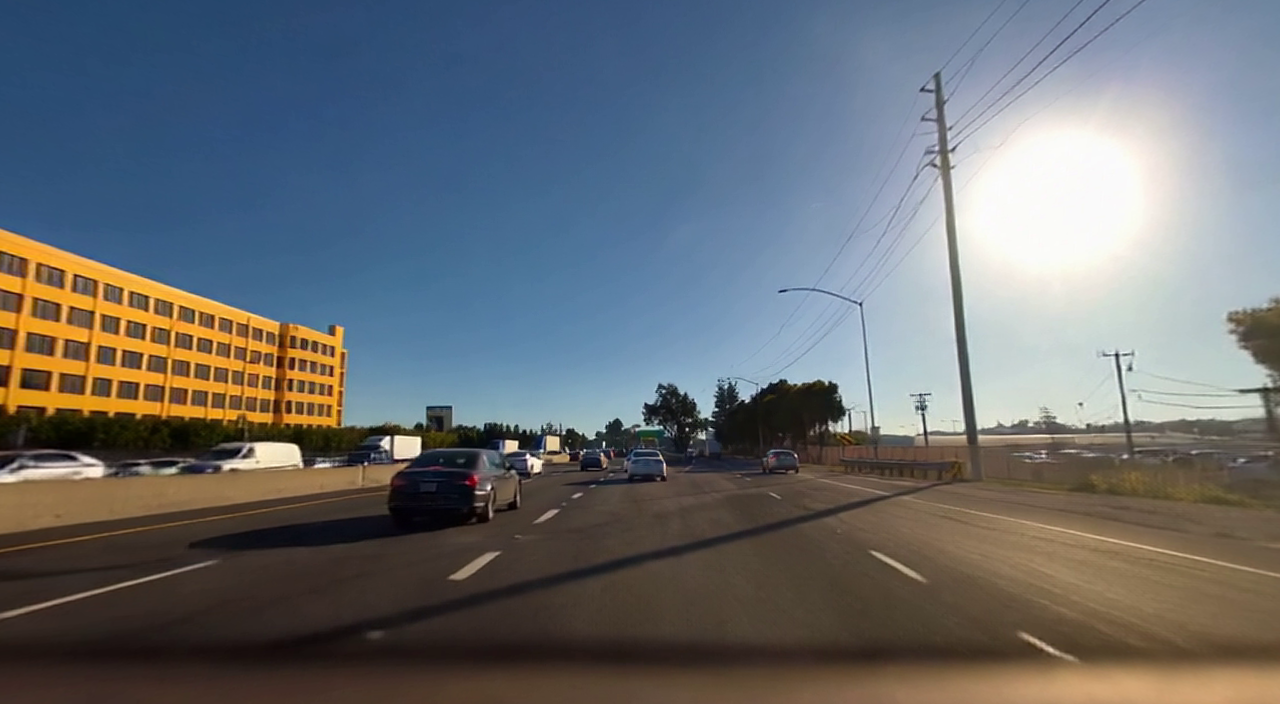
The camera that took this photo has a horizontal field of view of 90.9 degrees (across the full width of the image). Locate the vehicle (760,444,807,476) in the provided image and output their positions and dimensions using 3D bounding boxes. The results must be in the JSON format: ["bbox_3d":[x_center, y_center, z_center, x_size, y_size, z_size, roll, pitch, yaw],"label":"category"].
[{"bbox_3d":[8.792,6.648,39.077,2.106,1.817,4.845,-1,-8,4],"label":"vehicle"}]

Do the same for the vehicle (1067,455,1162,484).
[{"bbox_3d":[27.802,6.867,37.133,1.820,1.512,4.294,1,-9,-9],"label":"vehicle"}]

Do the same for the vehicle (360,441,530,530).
[{"bbox_3d":[-3.810,2.671,13.345,2.059,1.508,4.662,-1,-8,1],"label":"vehicle"}]

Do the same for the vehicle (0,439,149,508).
[{"bbox_3d":[-16.471,3.264,17.395,2.017,1.664,4.715,0,-8,0],"label":"vehicle"}]

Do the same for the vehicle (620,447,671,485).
[{"bbox_3d":[0.243,5.034,28.160,2.107,1.538,3.999,-1,-8,0],"label":"vehicle"}]

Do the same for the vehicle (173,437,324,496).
[{"bbox_3d":[-12.743,3.739,20.974,2.037,1.712,4.530,-1,-8,1],"label":"vehicle"}]

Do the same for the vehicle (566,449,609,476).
[{"bbox_3d":[-3.114,6.636,37.976,2.034,1.466,4.363,-1,-8,3],"label":"vehicle"}]
